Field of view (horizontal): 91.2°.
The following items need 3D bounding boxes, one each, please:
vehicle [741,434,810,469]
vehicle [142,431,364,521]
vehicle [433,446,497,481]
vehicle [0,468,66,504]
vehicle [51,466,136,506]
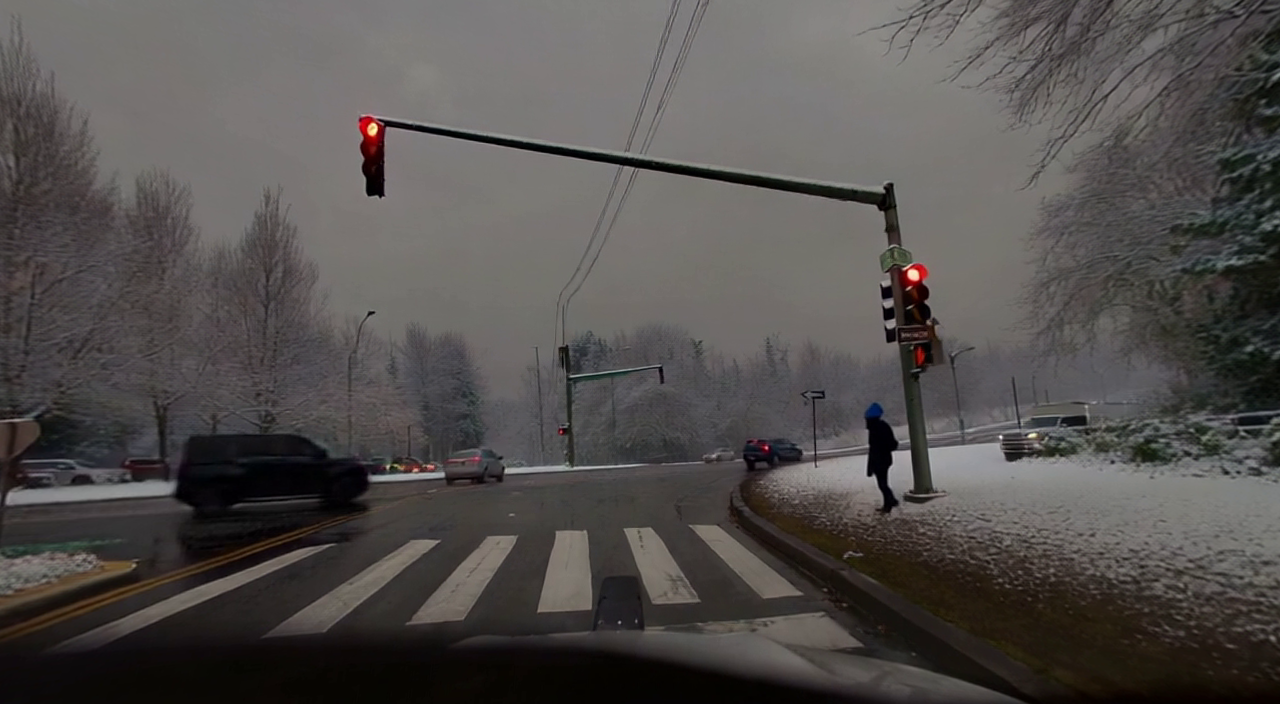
[{"bbox_3d":[7.812,5.675,35.883,1.988,1.853,4.314,-8,-11,39],"label":"vehicle"},{"bbox_3d":[-9.592,3.030,15.867,1.942,1.920,4.263,-8,-11,39],"label":"vehicle"},{"bbox_3d":[-8.927,5.693,32.294,1.832,1.674,3.805,-1,-9,6],"label":"vehicle"},{"bbox_3d":[-30.295,6.459,30.356,1.800,1.520,3.968,2,-9,-13],"label":"vehicle"},{"bbox_3d":[-25.377,6.191,29.281,1.694,1.528,4.225,3,-9,-23],"label":"vehicle"}]
